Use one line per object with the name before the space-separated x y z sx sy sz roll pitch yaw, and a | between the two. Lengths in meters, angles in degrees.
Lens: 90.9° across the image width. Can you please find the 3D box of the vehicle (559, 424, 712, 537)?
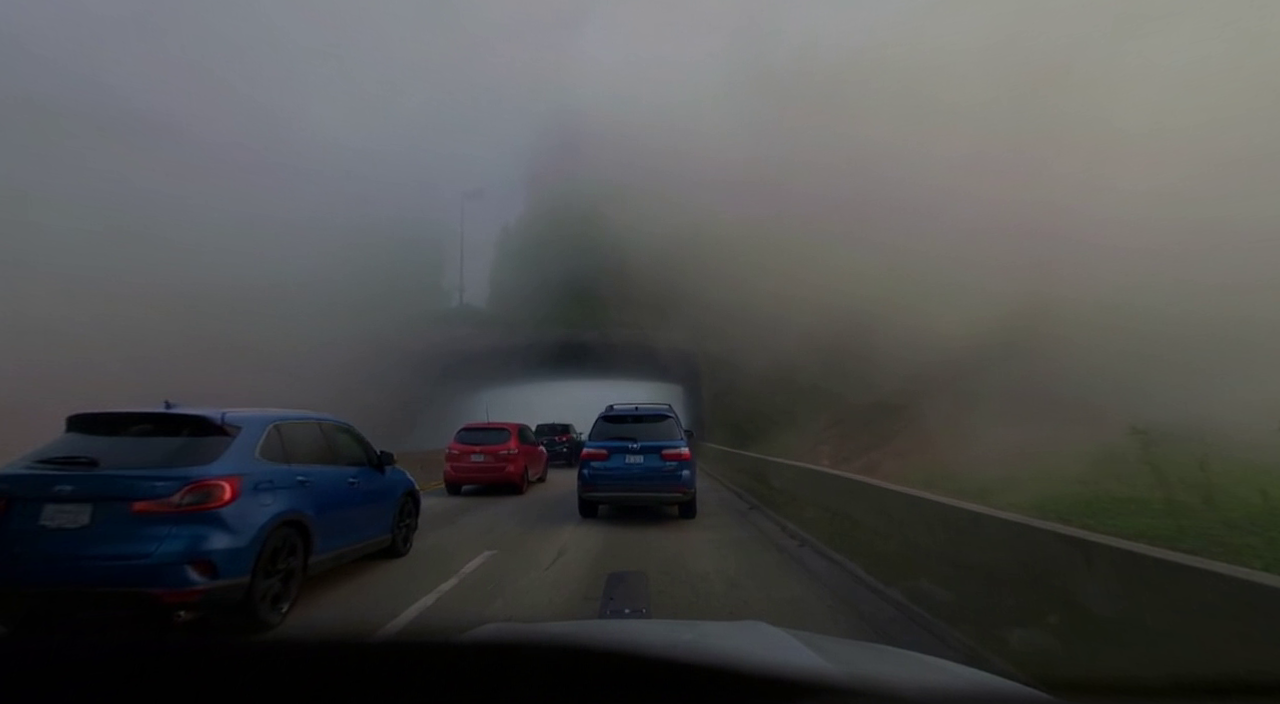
vehicle | 0.015 2.009 10.442 2.020 1.478 4.092 -1 -8 2

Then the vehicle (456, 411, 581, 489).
vehicle | -3.330 2.886 18.753 2.329 1.948 5.800 -1 -8 3

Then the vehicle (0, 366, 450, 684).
vehicle | -3.536 1.292 5.864 2.017 1.761 4.572 0 -8 1
